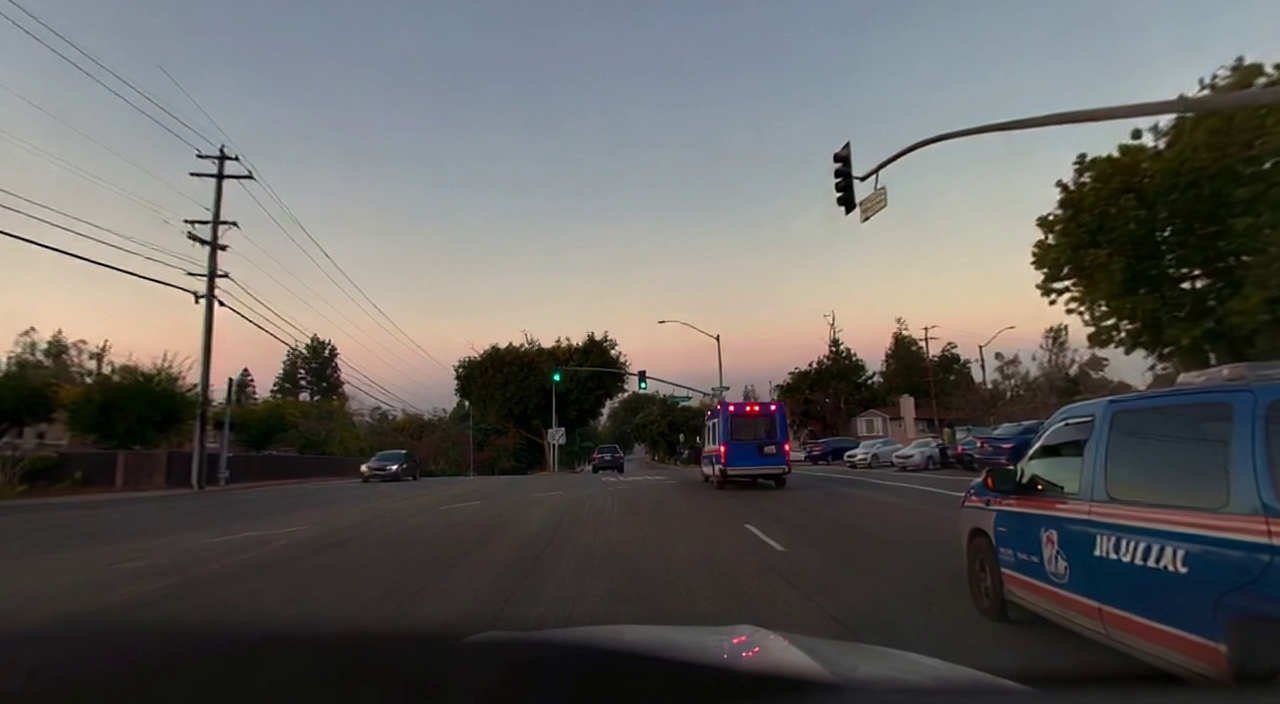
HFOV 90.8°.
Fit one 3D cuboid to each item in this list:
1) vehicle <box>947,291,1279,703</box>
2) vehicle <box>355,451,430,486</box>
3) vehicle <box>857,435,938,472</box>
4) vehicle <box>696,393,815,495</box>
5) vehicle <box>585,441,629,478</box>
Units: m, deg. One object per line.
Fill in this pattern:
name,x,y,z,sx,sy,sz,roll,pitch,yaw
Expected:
vehicle,3.669,0.787,2.941,2.194,1.922,4.822,-1,-8,3
vehicle,-11.681,5.481,30.160,2.053,1.474,4.489,0,-8,-4
vehicle,12.076,4.695,29.554,3.936,1.594,1.860,7,-11,-41
vehicle,3.298,2.827,19.505,2.406,2.687,5.521,0,-8,-2
vehicle,-1.727,5.381,31.930,2.114,1.707,3.725,0,-8,-5
